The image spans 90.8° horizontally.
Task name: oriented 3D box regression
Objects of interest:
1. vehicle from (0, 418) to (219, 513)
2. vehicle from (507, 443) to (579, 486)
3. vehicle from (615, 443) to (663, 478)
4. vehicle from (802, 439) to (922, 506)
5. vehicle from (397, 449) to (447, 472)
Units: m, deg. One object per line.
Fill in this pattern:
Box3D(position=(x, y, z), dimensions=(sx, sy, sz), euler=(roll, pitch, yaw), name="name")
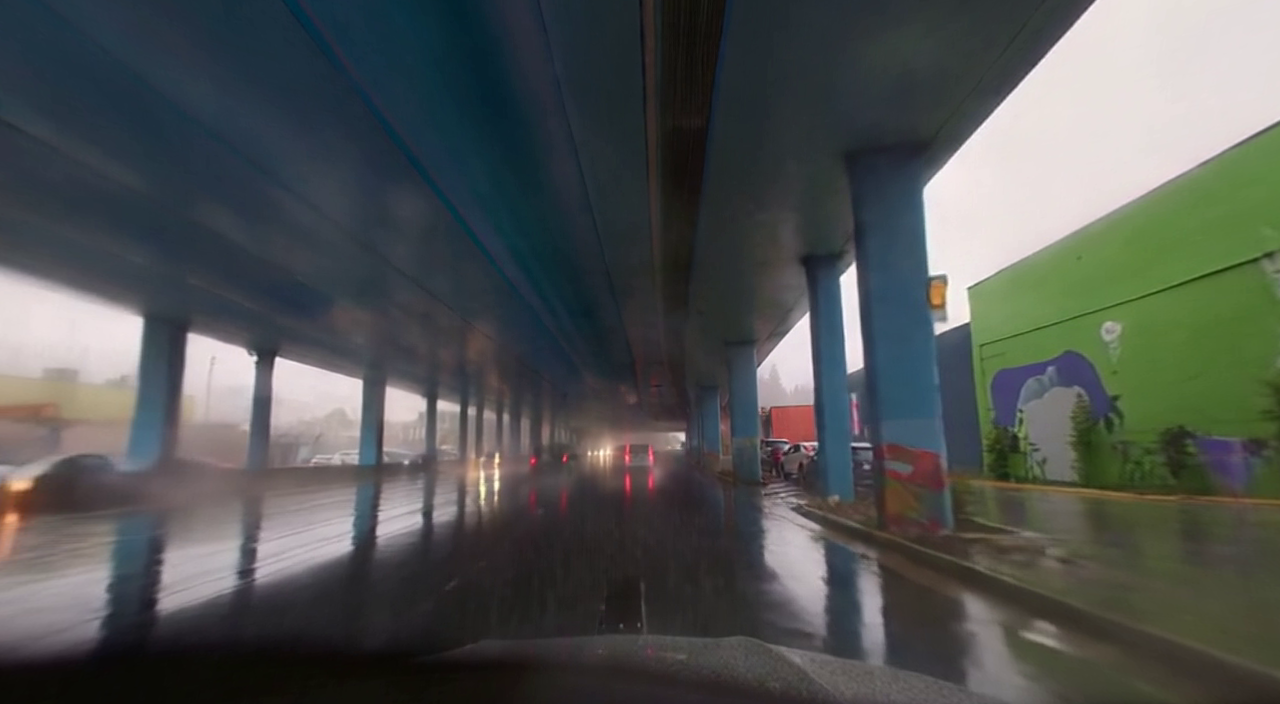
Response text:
Box3D(position=(-18.213, 3.694, 21.202), dimensions=(3.082, 2.608, 6.994), euler=(0, -8, 2), name="vehicle")
Box3D(position=(-3.704, 4.389, 25.045), dimensions=(2.024, 1.533, 4.549), euler=(0, -8, 2), name="vehicle")
Box3D(position=(-0.013, 5.191, 30.412), dimensions=(2.155, 1.571, 3.734), euler=(0, -8, 0), name="vehicle")
Box3D(position=(6.011, 3.295, 17.683), dimensions=(2.023, 1.627, 3.971), euler=(0, -9, 2), name="vehicle")
Box3D(position=(-16.590, 8.246, 48.317), dimensions=(2.056, 1.643, 4.362), euler=(-1, -8, 4), name="vehicle")
